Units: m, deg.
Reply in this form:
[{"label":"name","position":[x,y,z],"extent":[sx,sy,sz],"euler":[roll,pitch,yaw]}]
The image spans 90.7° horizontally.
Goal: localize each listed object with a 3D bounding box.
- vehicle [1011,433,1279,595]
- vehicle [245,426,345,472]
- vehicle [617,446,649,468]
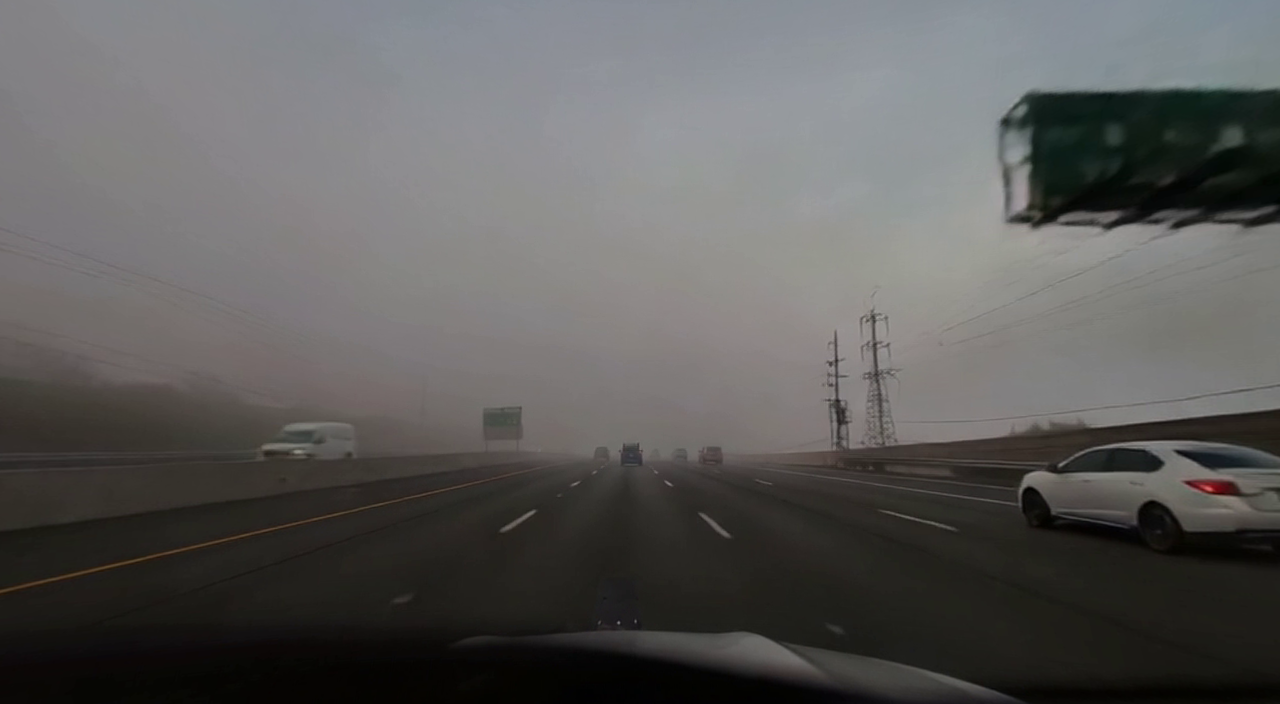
[{"label":"vehicle","position":[6.697,1.739,7.587],"extent":[1.876,1.451,4.154],"euler":[0,-8,-1]},{"label":"vehicle","position":[-20.334,5.756,37.731],"extent":[2.317,2.445,6.428],"euler":[0,-8,0]},{"label":"vehicle","position":[-0.517,7.333,44.343],"extent":[2.109,1.489,4.027],"euler":[0,-8,-1]}]
